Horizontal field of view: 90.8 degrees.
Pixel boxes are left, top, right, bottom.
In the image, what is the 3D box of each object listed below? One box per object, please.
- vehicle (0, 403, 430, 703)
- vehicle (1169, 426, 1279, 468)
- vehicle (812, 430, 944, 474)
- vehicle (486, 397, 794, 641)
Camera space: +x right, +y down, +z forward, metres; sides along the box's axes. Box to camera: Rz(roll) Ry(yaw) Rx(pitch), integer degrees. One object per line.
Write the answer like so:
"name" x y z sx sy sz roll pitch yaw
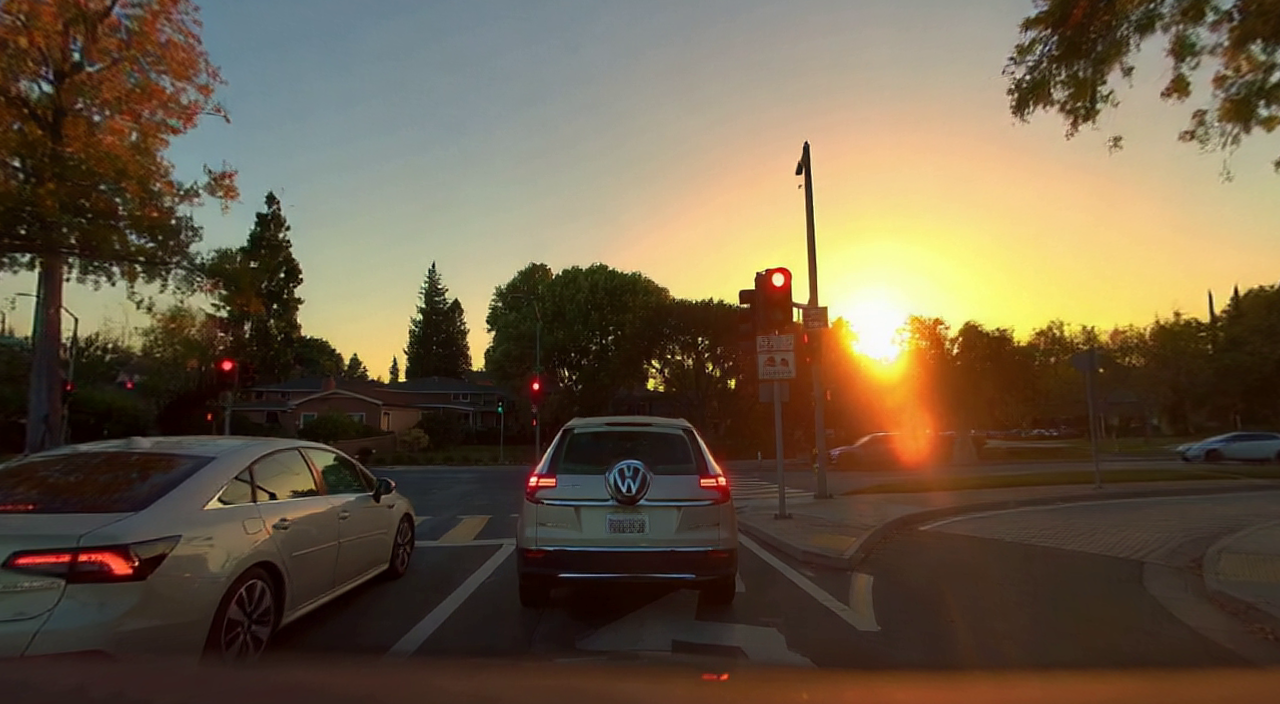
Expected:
"vehicle" -3.294 1.278 4.719 2.035 1.492 4.415 0 -9 -2
"vehicle" 24.700 3.841 25.535 4.670 1.616 1.926 -1 -9 6
"vehicle" 10.061 4.274 27.078 4.887 1.769 2.035 -1 -9 6
"vehicle" -0.140 1.472 6.564 2.154 1.670 4.140 1 -9 -4
